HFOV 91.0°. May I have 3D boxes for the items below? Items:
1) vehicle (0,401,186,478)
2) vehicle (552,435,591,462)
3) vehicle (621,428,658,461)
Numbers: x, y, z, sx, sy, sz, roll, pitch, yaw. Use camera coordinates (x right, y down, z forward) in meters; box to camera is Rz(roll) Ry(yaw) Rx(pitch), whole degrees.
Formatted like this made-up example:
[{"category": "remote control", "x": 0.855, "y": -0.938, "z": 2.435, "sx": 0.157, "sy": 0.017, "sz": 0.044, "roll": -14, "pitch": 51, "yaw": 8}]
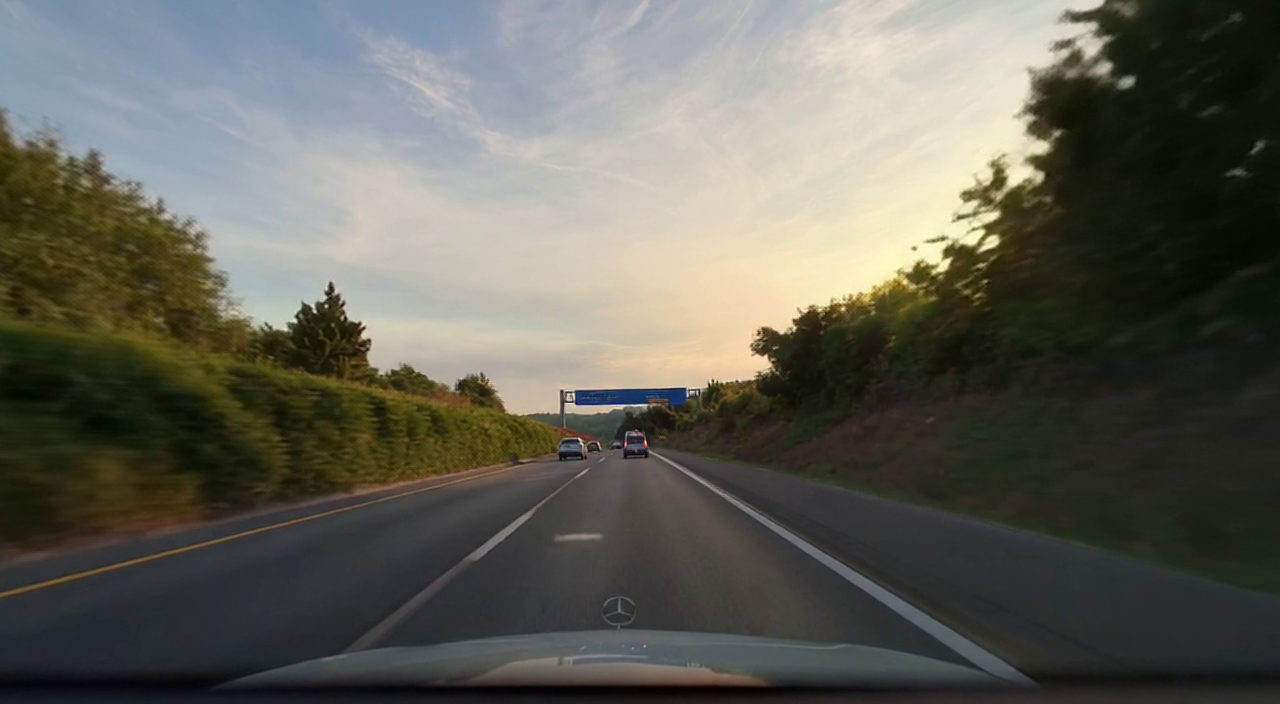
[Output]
[{"category": "vehicle", "x": -16.966, "y": 2.688, "z": 19.444, "sx": 2.246, "sy": 2.061, "sz": 4.905, "roll": 0, "pitch": -8, "yaw": -1}, {"category": "vehicle", "x": -4.251, "y": 6.079, "z": 39.752, "sx": 2.062, "sy": 1.567, "sz": 4.117, "roll": 0, "pitch": -8, "yaw": -1}, {"category": "vehicle", "x": -0.111, "y": 5.843, "z": 39.930, "sx": 2.223, "sy": 1.957, "sz": 4.416, "roll": 0, "pitch": -8, "yaw": -2}]
